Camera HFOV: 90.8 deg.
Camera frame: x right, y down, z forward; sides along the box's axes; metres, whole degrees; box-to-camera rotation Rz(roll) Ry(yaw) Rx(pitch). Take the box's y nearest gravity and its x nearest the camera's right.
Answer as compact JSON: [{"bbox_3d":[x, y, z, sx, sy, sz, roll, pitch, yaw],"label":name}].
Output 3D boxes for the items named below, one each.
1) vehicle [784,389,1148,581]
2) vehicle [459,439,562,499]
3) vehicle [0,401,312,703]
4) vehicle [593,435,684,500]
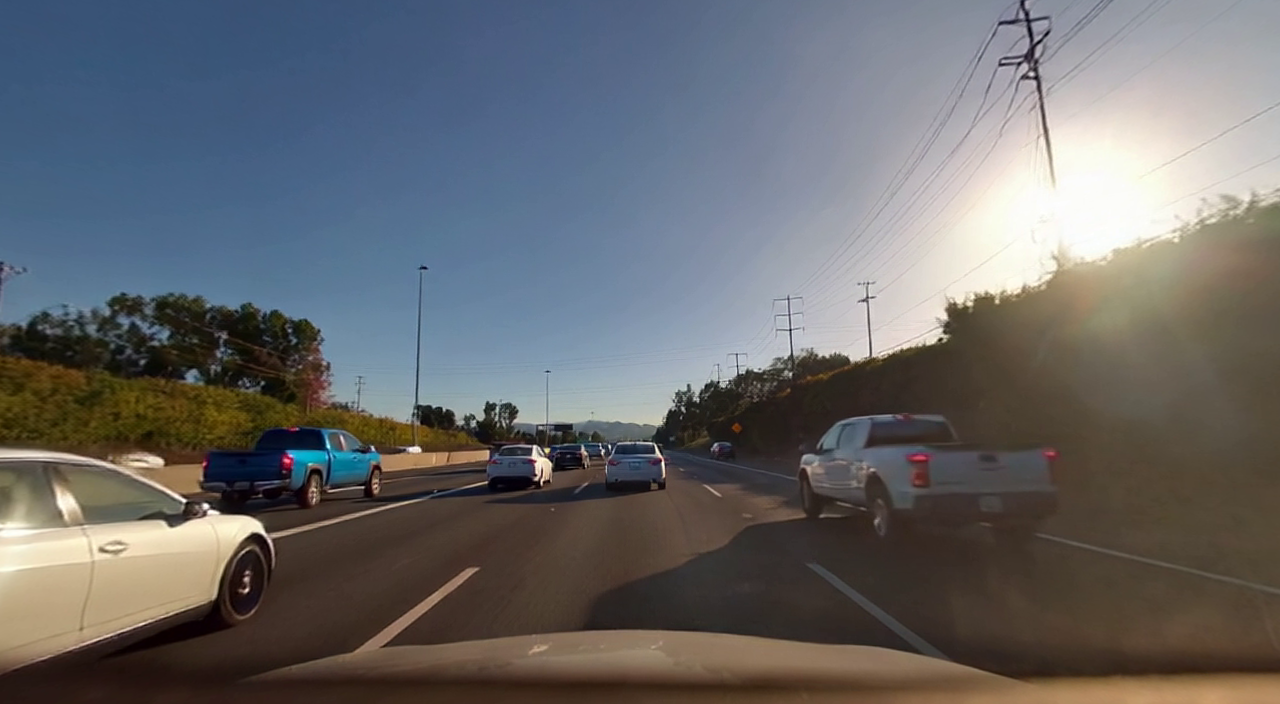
[{"bbox_3d":[3.720,1.650,8.761,2.113,1.800,5.376,0,-8,-1],"label":"vehicle"},{"bbox_3d":[-3.406,3.132,17.407,1.899,1.437,4.131,0,-8,1],"label":"vehicle"},{"bbox_3d":[-3.784,1.000,2.982,1.955,1.481,4.604,0,-8,1],"label":"vehicle"},{"bbox_3d":[-0.068,3.020,17.013,2.102,1.499,4.439,0,-8,-1],"label":"vehicle"}]
